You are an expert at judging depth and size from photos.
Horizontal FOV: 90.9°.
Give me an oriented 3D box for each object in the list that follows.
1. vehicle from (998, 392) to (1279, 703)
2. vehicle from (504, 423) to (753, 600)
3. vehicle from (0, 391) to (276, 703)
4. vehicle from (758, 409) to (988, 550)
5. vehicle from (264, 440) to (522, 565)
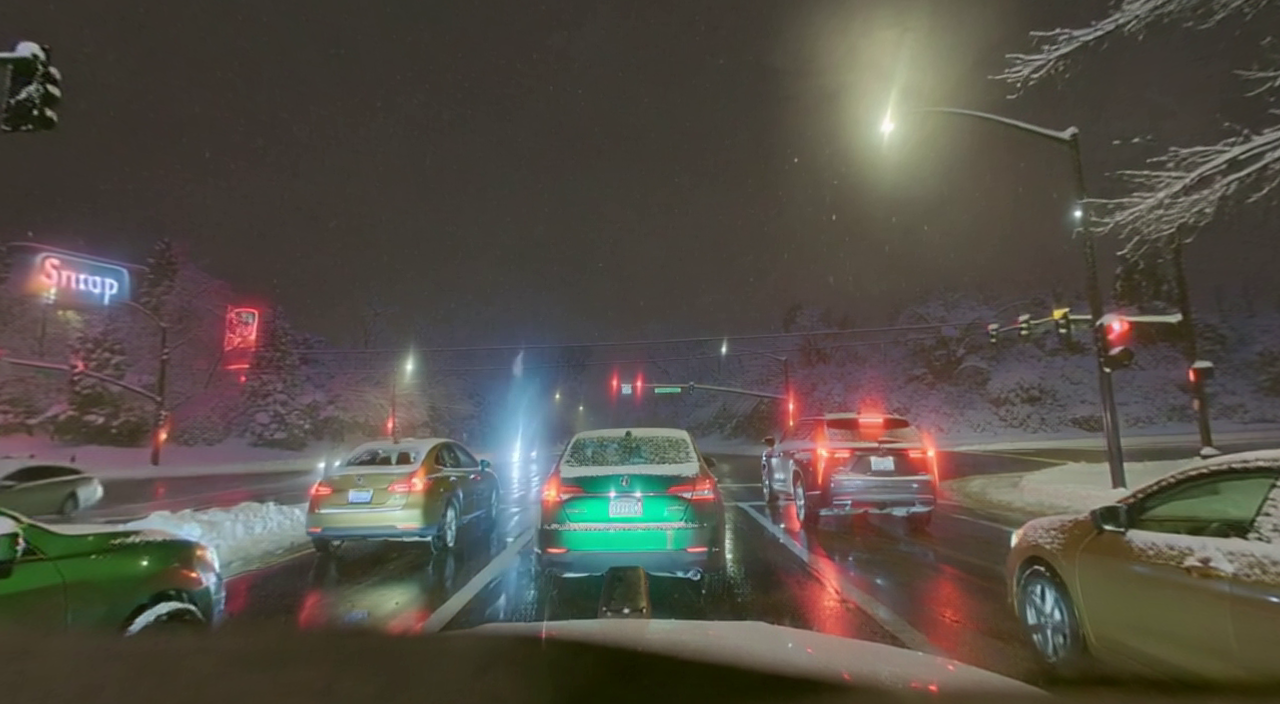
[{"bbox_3d":[3.936,0.977,3.137,1.800,1.519,4.198,0,-8,0],"label":"vehicle"},{"bbox_3d":[-0.122,1.682,7.556,2.140,1.499,4.119,0,-8,-1],"label":"vehicle"},{"bbox_3d":[-3.477,0.861,1.906,2.016,1.547,4.414,0,-8,1],"label":"vehicle"},{"bbox_3d":[3.310,1.898,10.019,1.992,1.744,4.183,0,-8,0],"label":"vehicle"},{"bbox_3d":[-3.302,2.080,9.577,1.995,1.436,4.373,-1,-8,2],"label":"vehicle"}]
